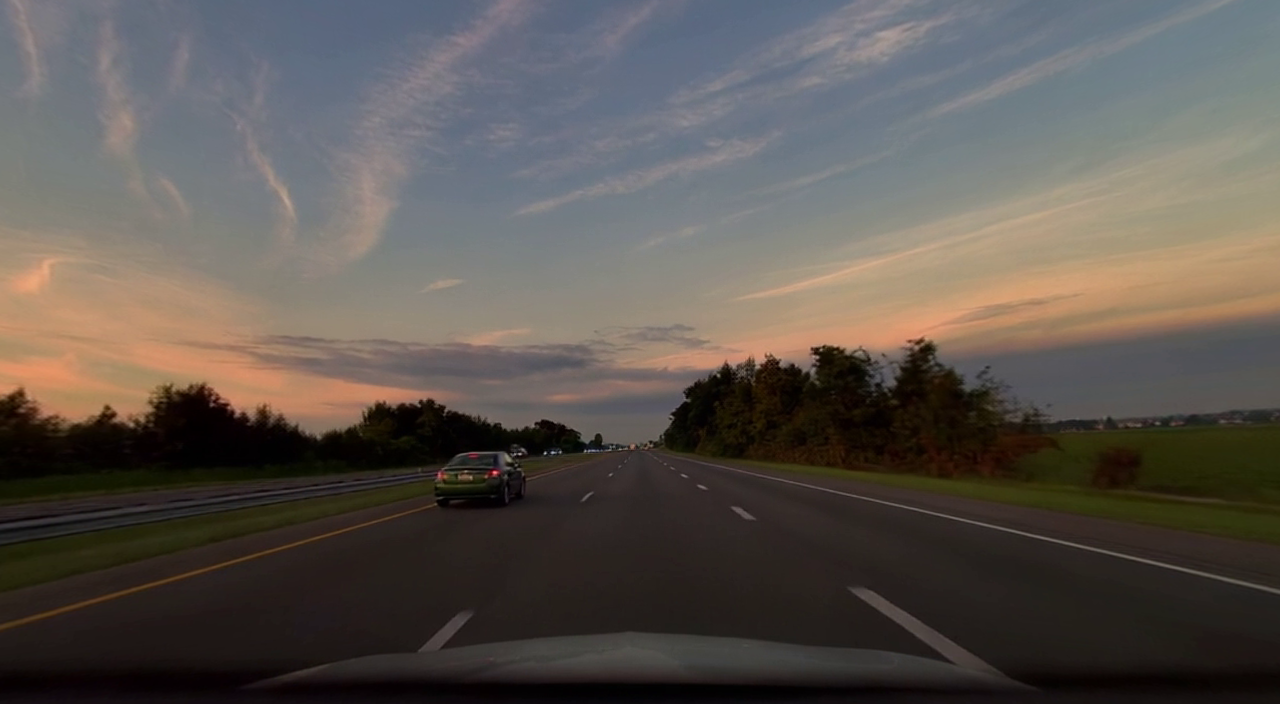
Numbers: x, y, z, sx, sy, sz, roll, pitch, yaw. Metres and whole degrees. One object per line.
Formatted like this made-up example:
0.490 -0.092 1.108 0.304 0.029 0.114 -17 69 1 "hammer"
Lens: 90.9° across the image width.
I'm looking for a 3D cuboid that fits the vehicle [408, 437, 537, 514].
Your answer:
-3.659 2.764 14.549 1.815 1.500 4.036 0 -9 0 "vehicle"
